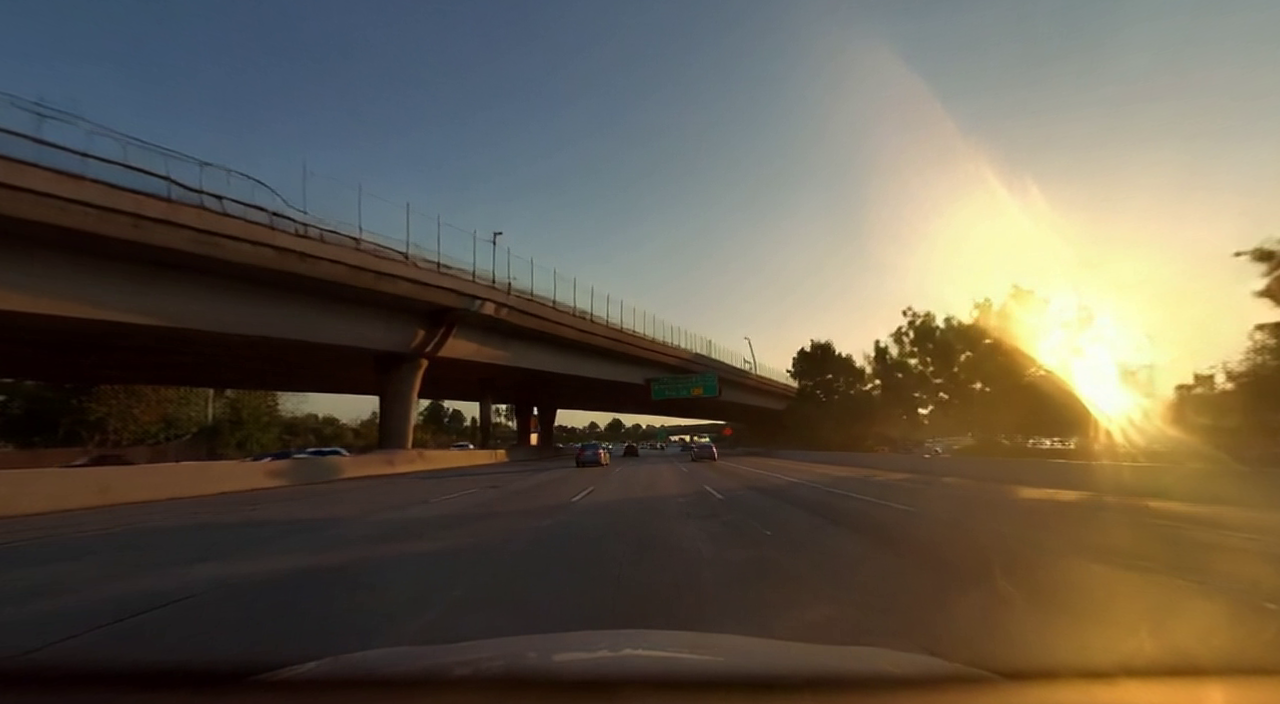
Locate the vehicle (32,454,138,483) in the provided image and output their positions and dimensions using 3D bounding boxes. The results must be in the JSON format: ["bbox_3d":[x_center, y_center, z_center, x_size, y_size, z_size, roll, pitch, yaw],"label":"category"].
[{"bbox_3d":[-31.751,6.662,36.284,1.809,1.444,4.631,0,-8,1],"label":"vehicle"}]

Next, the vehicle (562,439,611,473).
[{"bbox_3d":[-2.923,5.808,35.488,2.196,1.733,4.355,0,-8,2],"label":"vehicle"}]

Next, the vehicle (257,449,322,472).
[{"bbox_3d":[-23.709,7.308,42.772,1.916,1.452,4.068,-1,-8,3],"label":"vehicle"}]

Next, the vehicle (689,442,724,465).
[{"bbox_3d":[5.118,7.860,49.172,2.229,1.704,4.392,0,-8,0],"label":"vehicle"}]
